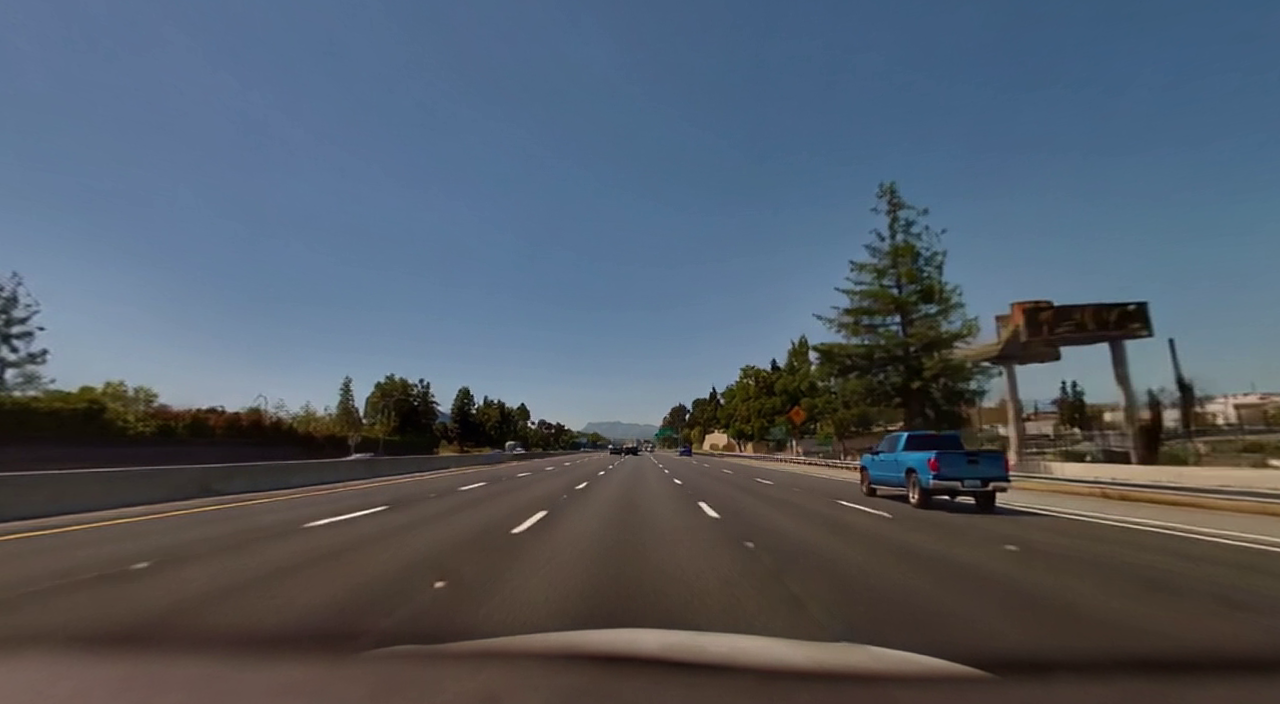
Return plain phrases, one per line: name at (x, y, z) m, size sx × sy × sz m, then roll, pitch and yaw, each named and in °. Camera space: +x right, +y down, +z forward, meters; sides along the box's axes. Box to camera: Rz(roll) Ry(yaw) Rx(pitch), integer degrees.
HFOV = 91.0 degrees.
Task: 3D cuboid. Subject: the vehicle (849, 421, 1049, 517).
vehicle at (6.558, 2.547, 14.149) m, size 2.096 × 1.767 × 4.601 m, roll 0°, pitch -9°, yaw -1°
